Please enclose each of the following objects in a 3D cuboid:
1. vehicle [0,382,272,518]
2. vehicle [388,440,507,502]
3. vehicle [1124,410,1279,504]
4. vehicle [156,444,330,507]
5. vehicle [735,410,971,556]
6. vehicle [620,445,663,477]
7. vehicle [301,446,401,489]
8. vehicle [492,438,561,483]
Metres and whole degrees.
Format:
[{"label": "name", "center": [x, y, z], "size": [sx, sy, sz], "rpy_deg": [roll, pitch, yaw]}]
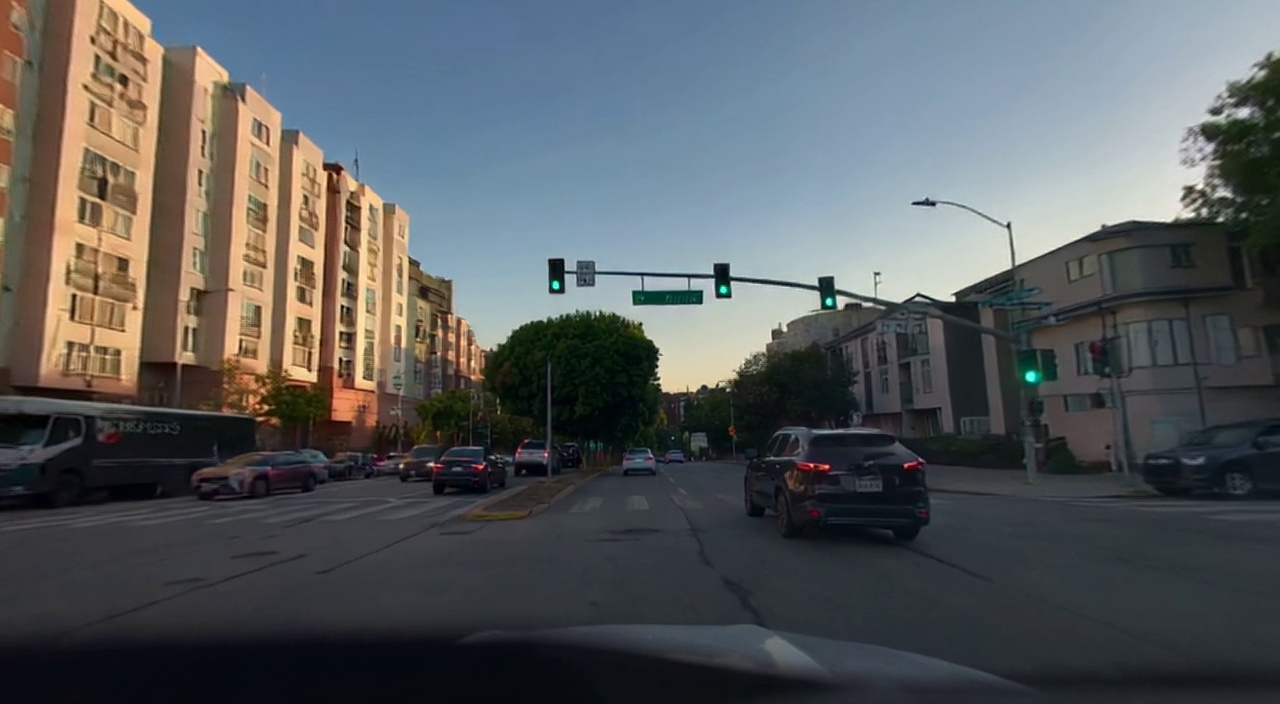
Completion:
[{"label": "vehicle", "center": [-15.176, 3.005, 18.878], "size": [2.932, 3.089, 8.772], "rpy_deg": [0, -10, 1]}, {"label": "vehicle", "center": [-5.536, 3.477, 18.913], "size": [2.062, 1.532, 4.830], "rpy_deg": [-2, -9, 0]}, {"label": "vehicle", "center": [15.271, 2.424, 14.928], "size": [5.888, 1.985, 2.357], "rpy_deg": [0, -8, -6]}, {"label": "vehicle", "center": [-11.755, 3.628, 19.250], "size": [2.001, 1.638, 4.980], "rpy_deg": [0, -8, 1]}, {"label": "vehicle", "center": [3.100, 2.019, 10.549], "size": [2.129, 1.844, 4.767], "rpy_deg": [0, -8, -2]}, {"label": "vehicle", "center": [0.056, 5.611, 32.796], "size": [2.059, 1.492, 4.033], "rpy_deg": [0, -8, -1]}, {"label": "vehicle", "center": [-11.880, 4.737, 26.327], "size": [2.183, 1.630, 4.221], "rpy_deg": [0, -8, -1]}, {"label": "vehicle", "center": [-4.971, 4.815, 28.463], "size": [2.275, 1.816, 4.923], "rpy_deg": [0, -8, -1]}]
